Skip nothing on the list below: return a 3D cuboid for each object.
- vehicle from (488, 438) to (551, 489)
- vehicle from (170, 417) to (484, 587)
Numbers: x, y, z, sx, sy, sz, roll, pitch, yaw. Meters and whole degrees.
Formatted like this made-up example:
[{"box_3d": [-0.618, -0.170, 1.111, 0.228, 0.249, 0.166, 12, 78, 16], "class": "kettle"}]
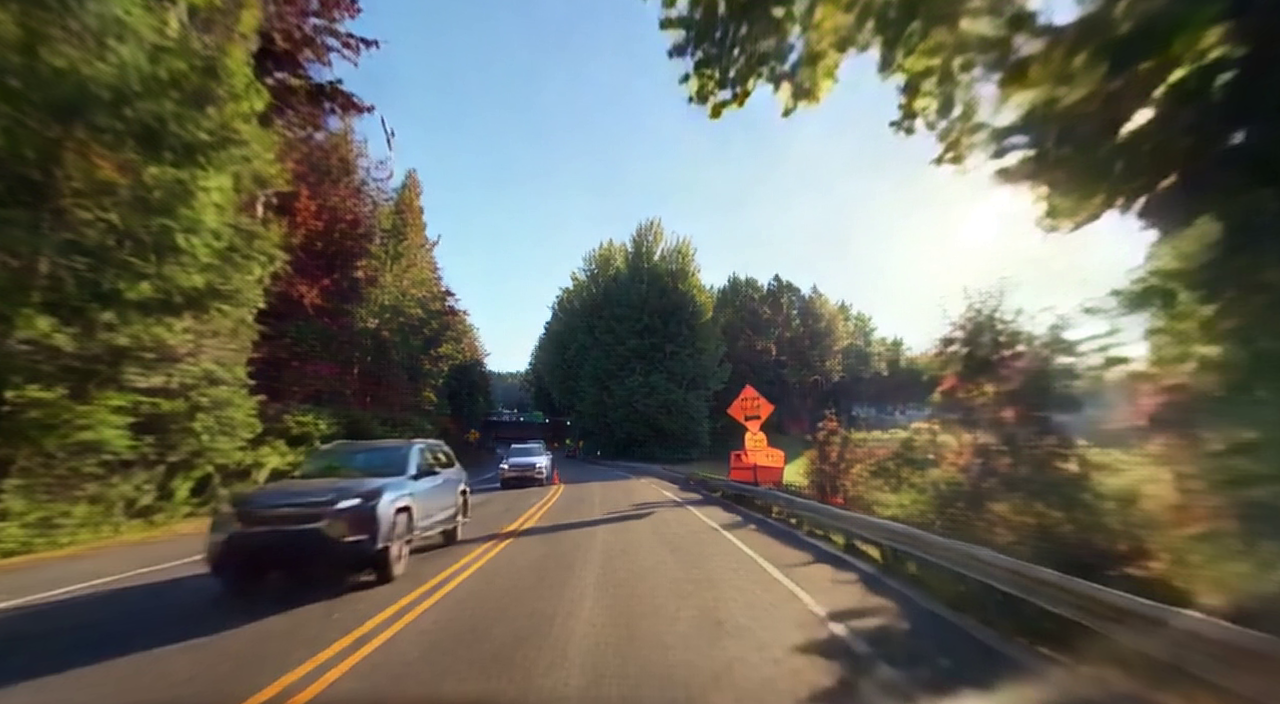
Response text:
[{"box_3d": [-4.631, 4.328, 24.923, 2.057, 1.792, 4.457, 0, -8, -6], "class": "vehicle"}, {"box_3d": [-3.835, 1.901, 9.007, 2.177, 1.721, 4.794, 0, -8, -2], "class": "vehicle"}]
